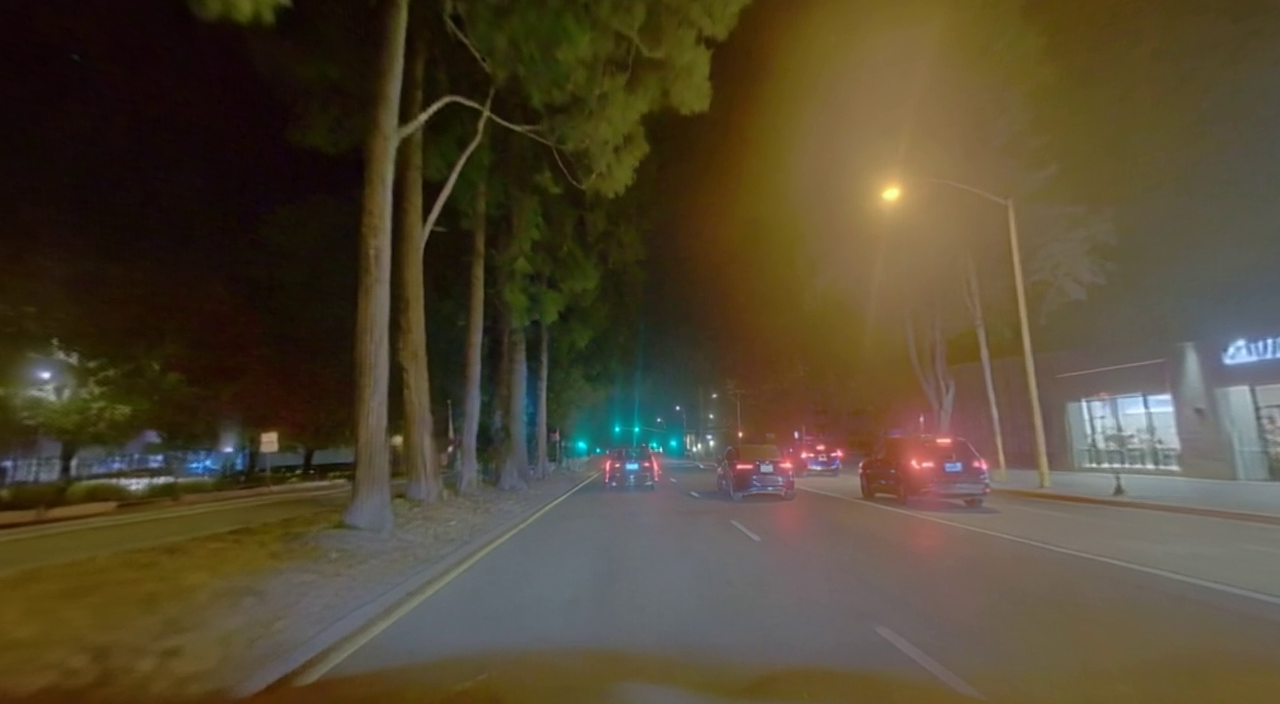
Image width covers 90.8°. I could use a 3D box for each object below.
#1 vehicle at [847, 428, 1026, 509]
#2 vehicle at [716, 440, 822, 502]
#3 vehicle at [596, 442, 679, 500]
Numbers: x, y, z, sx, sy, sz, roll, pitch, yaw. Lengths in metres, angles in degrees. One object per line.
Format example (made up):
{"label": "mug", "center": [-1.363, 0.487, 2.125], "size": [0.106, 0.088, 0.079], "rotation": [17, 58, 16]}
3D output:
{"label": "vehicle", "center": [7.148, 2.882, 15.986], "size": [2.052, 1.708, 4.842], "rotation": [0, -9, -1]}
{"label": "vehicle", "center": [3.423, 3.270, 17.690], "size": [1.993, 1.477, 4.240], "rotation": [0, -9, -1]}
{"label": "vehicle", "center": [-0.122, 3.349, 18.133], "size": [2.101, 1.444, 4.248], "rotation": [0, -9, -1]}
